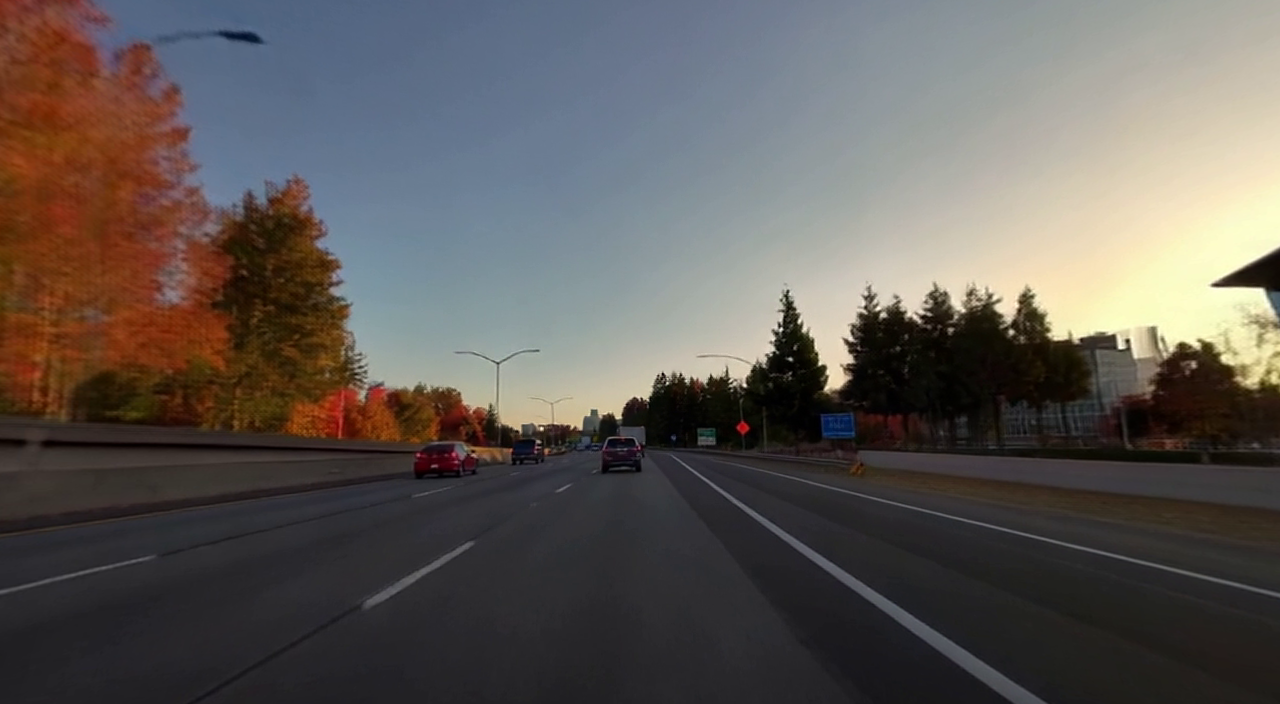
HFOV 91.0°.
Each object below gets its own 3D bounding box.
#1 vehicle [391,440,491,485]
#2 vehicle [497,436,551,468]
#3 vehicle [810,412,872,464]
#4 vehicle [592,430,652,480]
[{"bbox_3d":[-7.235,4.041,23.449,2.074,1.495,4.643,0,-9,2],"label":"vehicle"},{"bbox_3d":[-7.436,6.477,41.090,2.328,1.927,5.880,0,-9,1],"label":"vehicle"},{"bbox_3d":[14.524,6.260,45.749,2.879,3.559,4.020,0,-9,-3],"label":"vehicle"},{"bbox_3d":[-0.698,4.229,26.102,2.245,1.863,4.801,0,-9,0],"label":"vehicle"}]
